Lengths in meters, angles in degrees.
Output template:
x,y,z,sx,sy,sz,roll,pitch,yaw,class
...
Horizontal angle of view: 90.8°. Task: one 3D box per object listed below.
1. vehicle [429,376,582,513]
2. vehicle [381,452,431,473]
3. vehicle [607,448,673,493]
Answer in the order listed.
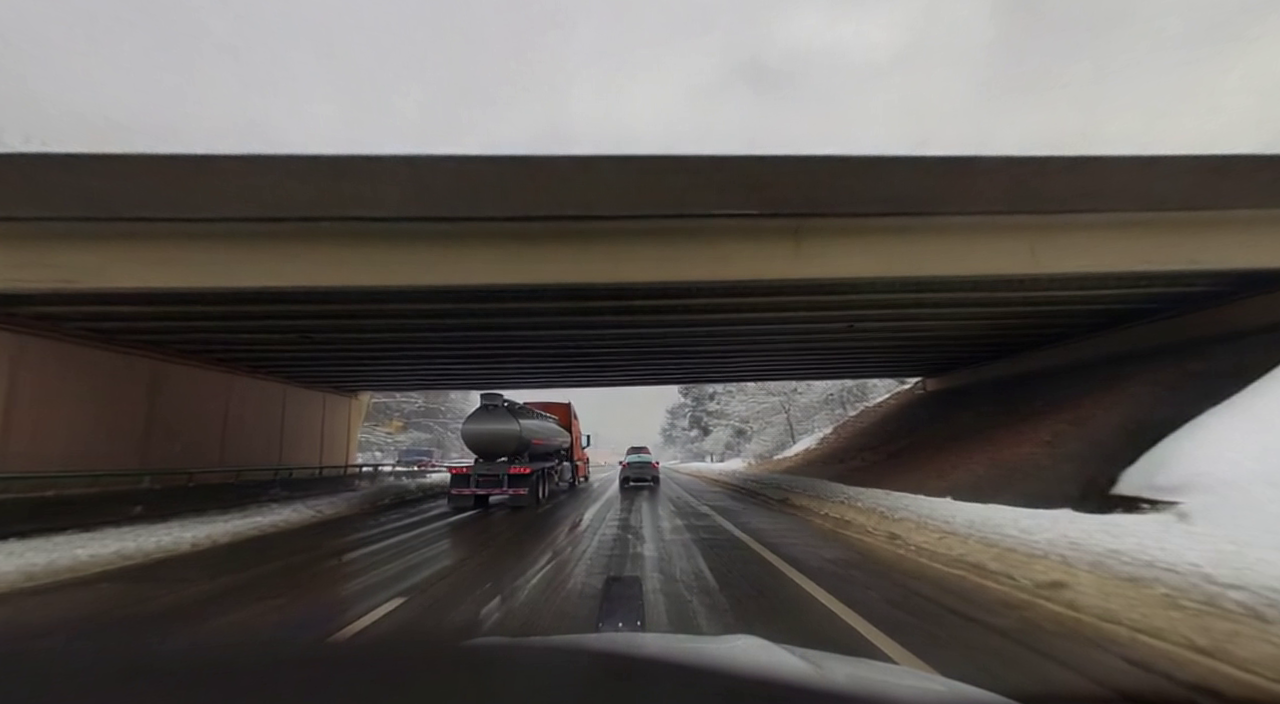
x,y,z,sx,sy,sz,roll,pitch,yaw,class
-4.174,3.514,23.931,2.896,3.563,14.643,0,-9,-1,vehicle
-18.069,8.554,48.996,1.929,1.523,4.108,-1,-9,5,vehicle
-0.058,4.322,23.416,2.215,1.481,4.246,0,-9,-1,vehicle
